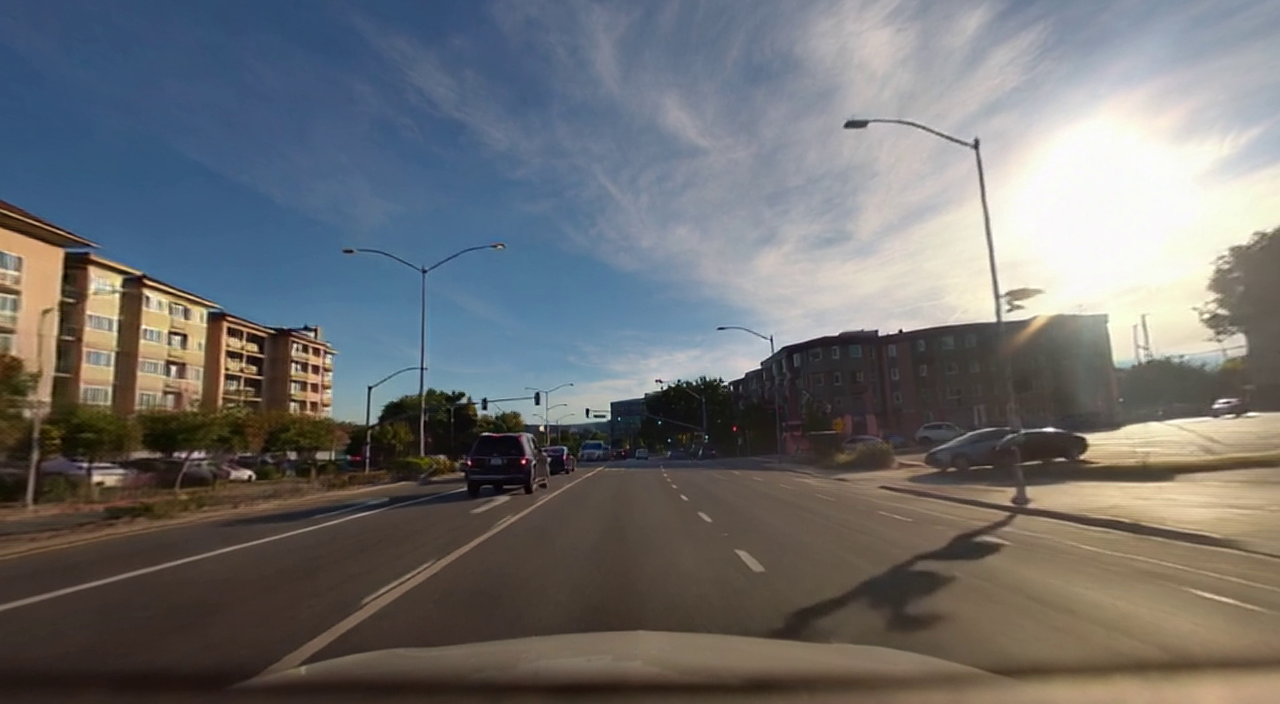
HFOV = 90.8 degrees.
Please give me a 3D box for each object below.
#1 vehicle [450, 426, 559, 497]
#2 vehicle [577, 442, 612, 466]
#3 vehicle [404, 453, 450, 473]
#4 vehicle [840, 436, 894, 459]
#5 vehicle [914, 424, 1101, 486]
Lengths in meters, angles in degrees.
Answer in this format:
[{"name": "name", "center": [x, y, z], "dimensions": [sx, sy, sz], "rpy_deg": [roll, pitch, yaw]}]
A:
[{"name": "vehicle", "center": [-3.954, 3.313, 19.443], "dimensions": [2.220, 1.888, 4.904], "rpy_deg": [0, -9, 0]}, {"name": "vehicle", "center": [-3.392, 7.713, 47.782], "dimensions": [2.180, 1.699, 4.485], "rpy_deg": [-1, -9, 1]}, {"name": "vehicle", "center": [-15.845, 8.275, 47.259], "dimensions": [1.835, 1.448, 4.208], "rpy_deg": [-1, -9, 2]}, {"name": "vehicle", "center": [14.842, 6.266, 41.533], "dimensions": [1.865, 1.425, 4.439], "rpy_deg": [0, -9, 0]}, {"name": "vehicle", "center": [11.038, 3.166, 19.409], "dimensions": [4.399, 1.722, 2.202], "rpy_deg": [-3, -9, 14]}]
